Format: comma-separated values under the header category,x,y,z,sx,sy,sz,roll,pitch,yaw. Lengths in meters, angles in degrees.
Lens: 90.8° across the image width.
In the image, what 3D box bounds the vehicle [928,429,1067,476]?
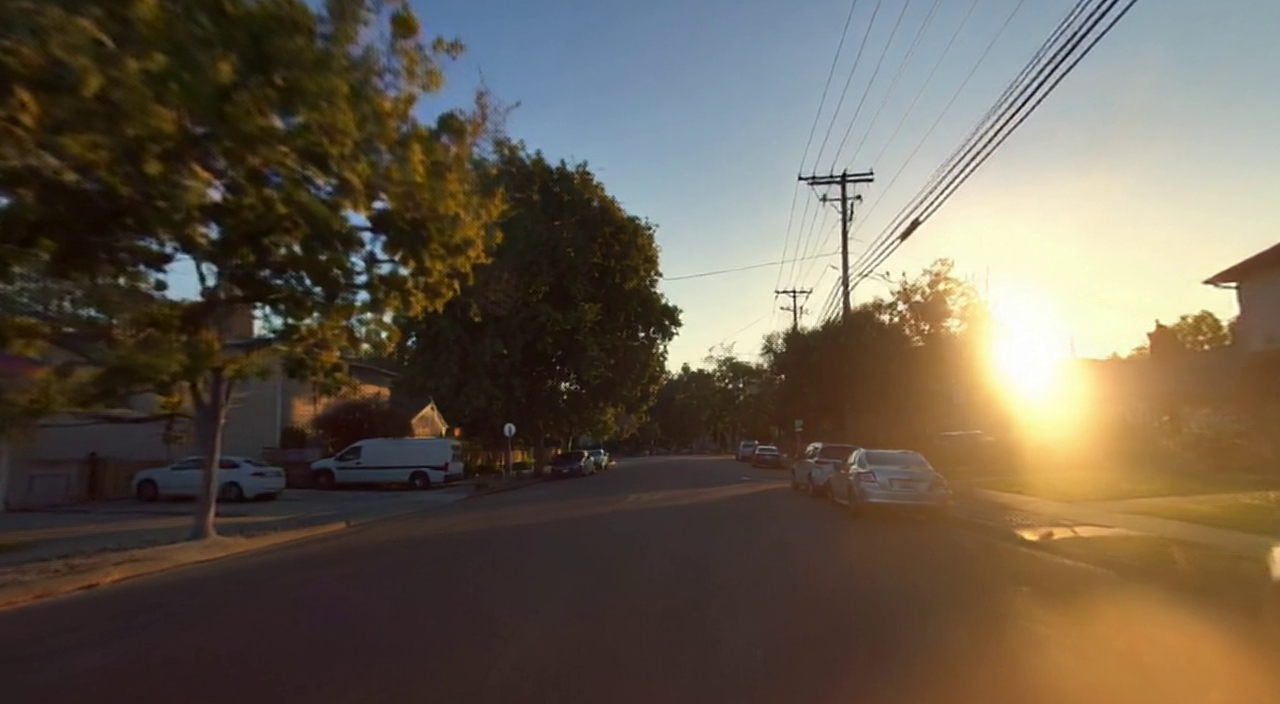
category,x,y,z,sx,sy,sz,roll,pitch,yaw
vehicle,13.269,3.742,23.683,4.075,1.674,1.811,-1,-9,8

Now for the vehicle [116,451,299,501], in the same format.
category,x,y,z,sx,sy,sz,roll,pitch,yaw
vehicle,-13.325,3.816,19.645,4.481,1.420,1.712,0,-8,4

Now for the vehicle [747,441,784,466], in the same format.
category,x,y,z,sx,sy,sz,roll,pitch,yaw
vehicle,7.665,6.222,38.865,1.743,1.440,3.732,-1,-8,4

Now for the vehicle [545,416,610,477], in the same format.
category,x,y,z,sx,sy,sz,roll,pitch,yaw
vehicle,-3.125,4.962,33.283,2.199,2.902,5.848,-1,-8,6

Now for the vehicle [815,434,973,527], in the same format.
category,x,y,z,sx,sy,sz,roll,pitch,yaw
vehicle,4.592,2.332,12.063,1.845,1.453,3.792,-1,-8,7

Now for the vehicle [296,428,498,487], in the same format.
category,x,y,z,sx,sy,sz,roll,pitch,yaw
vehicle,-8.809,3.842,23.302,6.488,2.009,2.354,-1,-8,6
